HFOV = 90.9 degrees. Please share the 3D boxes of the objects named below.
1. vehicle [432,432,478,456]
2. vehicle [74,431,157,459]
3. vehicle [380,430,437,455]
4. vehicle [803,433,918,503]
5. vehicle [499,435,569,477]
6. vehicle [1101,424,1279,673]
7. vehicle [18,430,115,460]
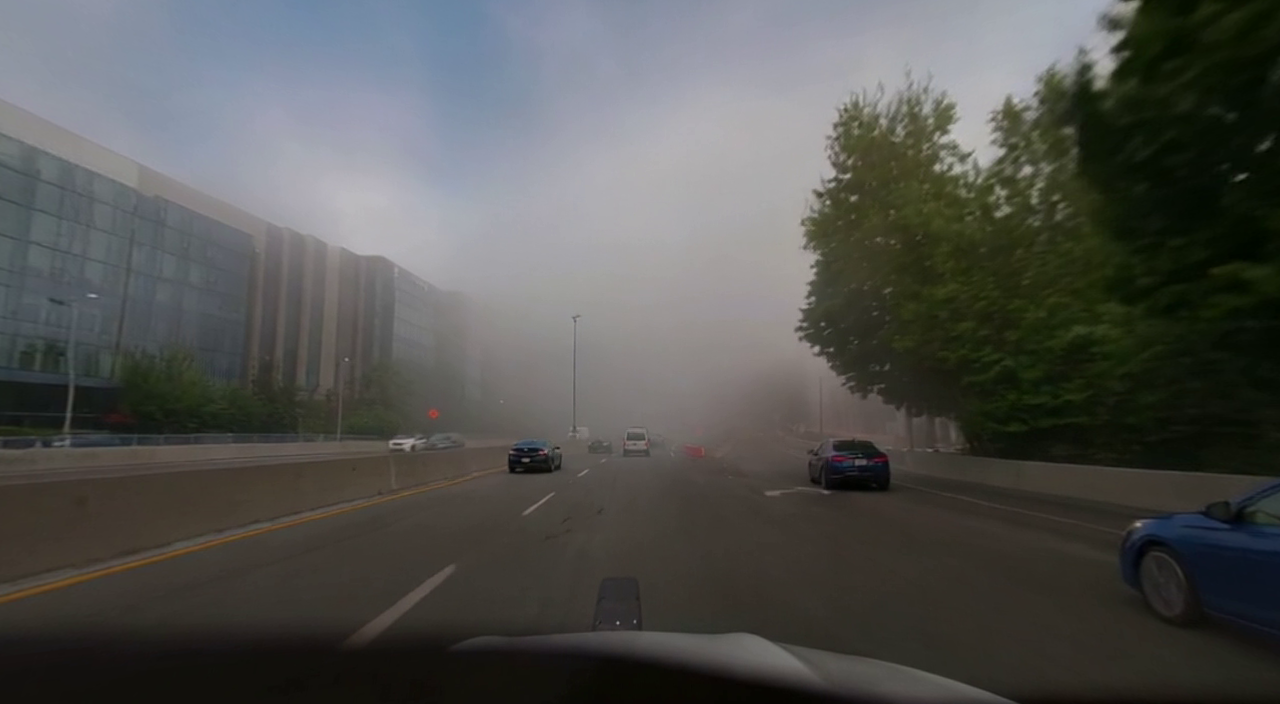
[{"bbox_3d":[-13.333,6.640,45.683,1.857,1.657,4.331,0,-8,3],"label":"vehicle"},{"bbox_3d":[-31.049,5.492,37.376,1.681,1.575,3.449,-1,-8,7],"label":"vehicle"},{"bbox_3d":[-17.052,6.669,46.661,2.237,1.776,4.812,0,-8,2],"label":"vehicle"},{"bbox_3d":[5.284,2.768,15.582,1.913,1.499,3.581,-1,-8,7],"label":"vehicle"},{"bbox_3d":[-3.884,3.864,23.807,1.848,1.406,4.013,0,-8,2],"label":"vehicle"},{"bbox_3d":[4.668,1.098,3.198,1.784,1.471,3.935,0,-8,3],"label":"vehicle"},{"bbox_3d":[-33.712,5.477,37.165,1.806,1.653,3.792,-1,-8,9],"label":"vehicle"}]
